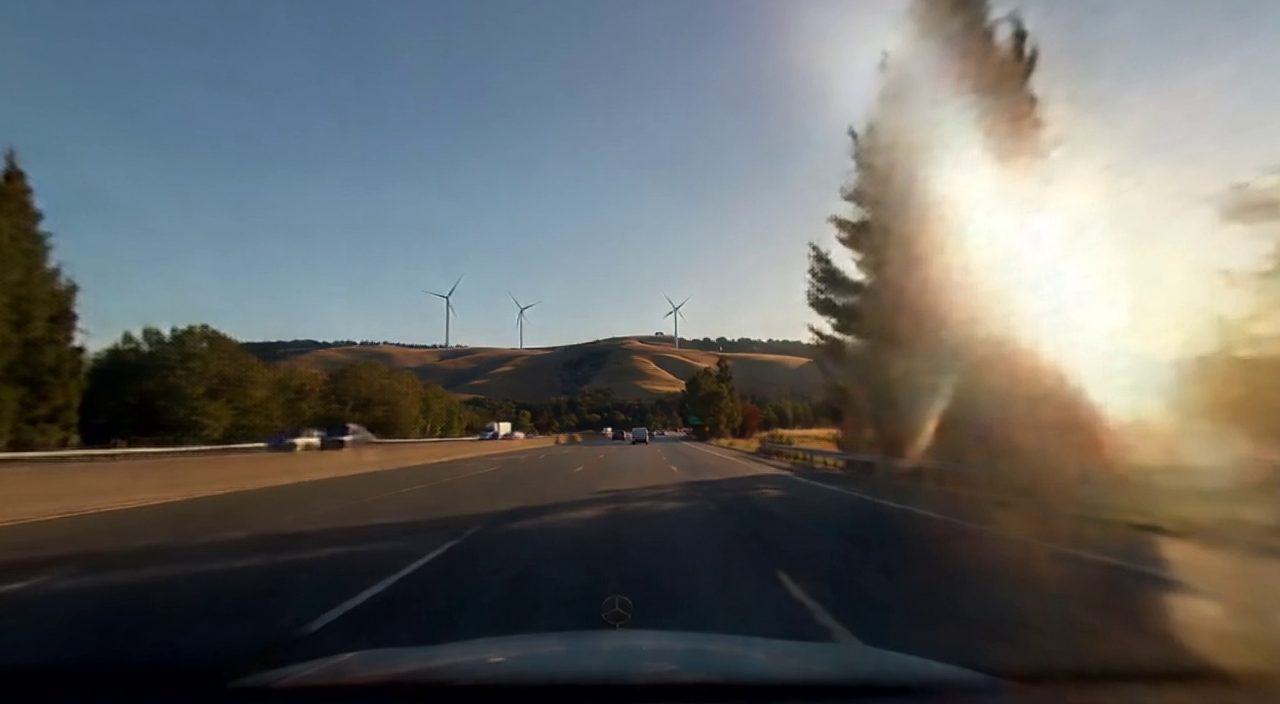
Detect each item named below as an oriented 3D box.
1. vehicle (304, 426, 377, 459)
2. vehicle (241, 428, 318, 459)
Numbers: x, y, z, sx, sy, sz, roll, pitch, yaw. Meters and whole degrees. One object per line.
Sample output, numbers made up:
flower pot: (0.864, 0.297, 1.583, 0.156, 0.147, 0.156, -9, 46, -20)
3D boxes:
vehicle: (-19.646, 5.951, 41.655, 2.086, 1.974, 5.436, 0, -8, 0)
vehicle: (-24.054, 6.115, 42.315, 2.073, 1.974, 5.139, 0, -8, 1)
